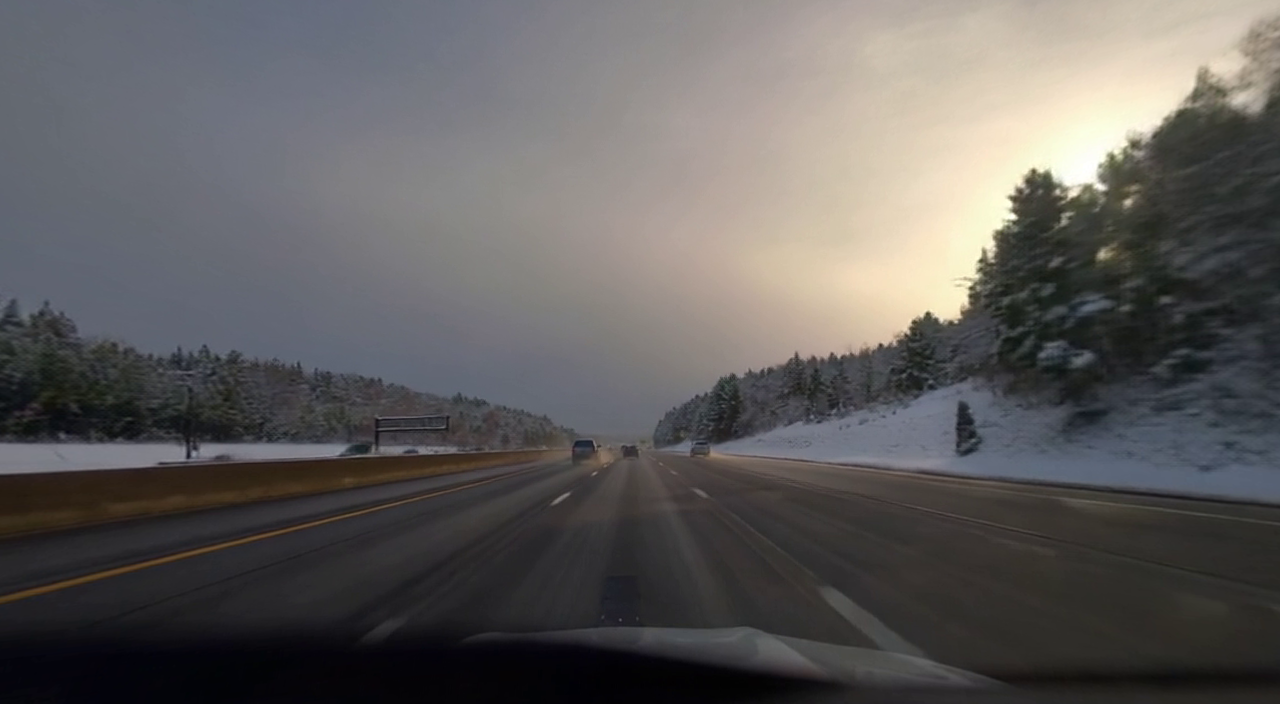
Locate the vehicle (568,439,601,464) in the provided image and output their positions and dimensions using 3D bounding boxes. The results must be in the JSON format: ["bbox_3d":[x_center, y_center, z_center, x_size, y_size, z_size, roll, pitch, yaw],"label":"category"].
[{"bbox_3d":[-4.098,7.458,47.292,2.114,1.774,4.427,0,-9,0],"label":"vehicle"}]

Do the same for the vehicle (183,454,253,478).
[{"bbox_3d":[-28.936,7.831,43.487,1.828,1.483,4.344,0,-9,-1],"label":"vehicle"}]

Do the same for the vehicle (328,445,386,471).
[{"bbox_3d":[-21.578,8.065,48.381,2.148,1.872,4.857,0,-9,0],"label":"vehicle"}]
